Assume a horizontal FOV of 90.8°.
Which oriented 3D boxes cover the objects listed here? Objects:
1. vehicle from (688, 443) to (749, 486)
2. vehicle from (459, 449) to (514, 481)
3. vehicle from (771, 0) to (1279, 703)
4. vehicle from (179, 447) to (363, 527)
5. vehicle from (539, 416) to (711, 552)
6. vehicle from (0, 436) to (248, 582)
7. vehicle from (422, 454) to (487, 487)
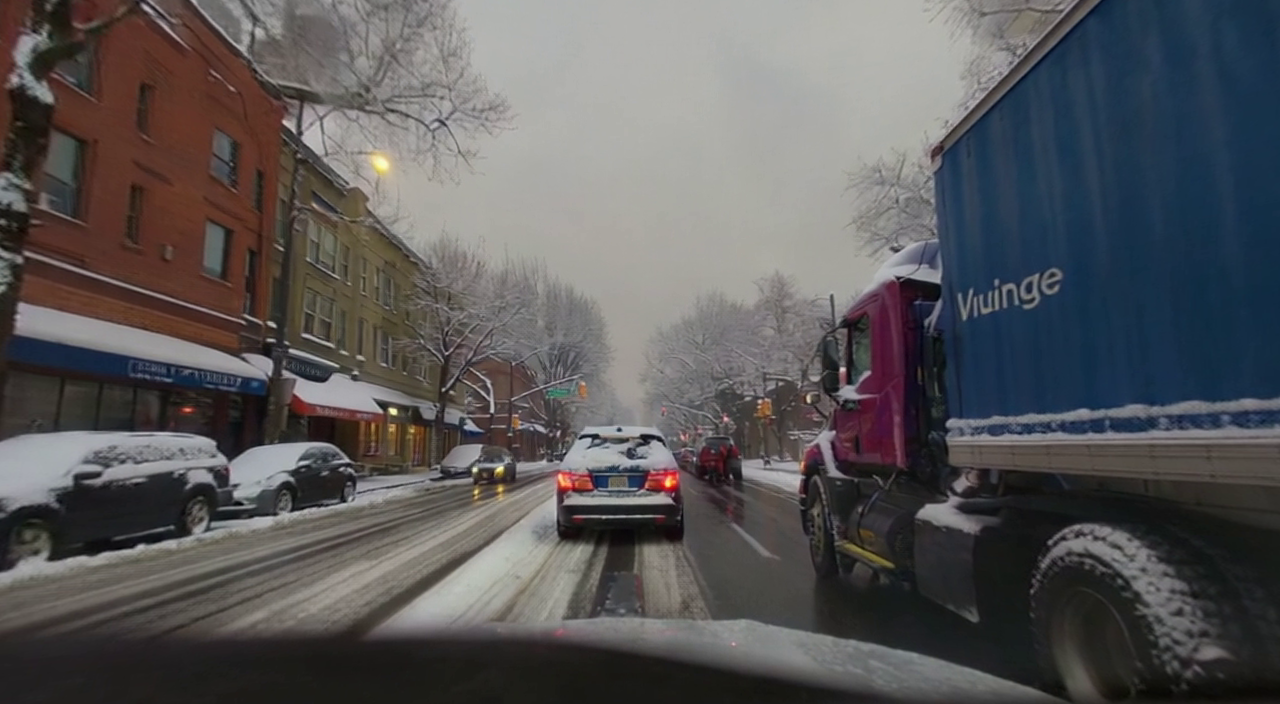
[{"bbox_3d":[3.288,4.795,27.328,2.159,1.696,4.316,0,-8,2],"label":"vehicle"},{"bbox_3d":[-8.702,6.423,36.233,2.084,1.686,4.422,0,-8,-1],"label":"vehicle"},{"bbox_3d":[2.929,-0.026,2.112,2.913,3.771,9.716,0,-8,0],"label":"vehicle"},{"bbox_3d":[-8.844,3.214,15.682,1.896,1.652,4.269,0,-8,1],"label":"vehicle"},{"bbox_3d":[-0.214,2.091,10.740,2.283,1.783,4.548,0,-8,0],"label":"vehicle"},{"bbox_3d":[-8.806,2.224,9.764,2.065,1.758,5.144,0,-8,2],"label":"vehicle"},{"bbox_3d":[-8.707,5.574,30.039,1.805,1.379,4.359,0,-8,-1],"label":"vehicle"}]
